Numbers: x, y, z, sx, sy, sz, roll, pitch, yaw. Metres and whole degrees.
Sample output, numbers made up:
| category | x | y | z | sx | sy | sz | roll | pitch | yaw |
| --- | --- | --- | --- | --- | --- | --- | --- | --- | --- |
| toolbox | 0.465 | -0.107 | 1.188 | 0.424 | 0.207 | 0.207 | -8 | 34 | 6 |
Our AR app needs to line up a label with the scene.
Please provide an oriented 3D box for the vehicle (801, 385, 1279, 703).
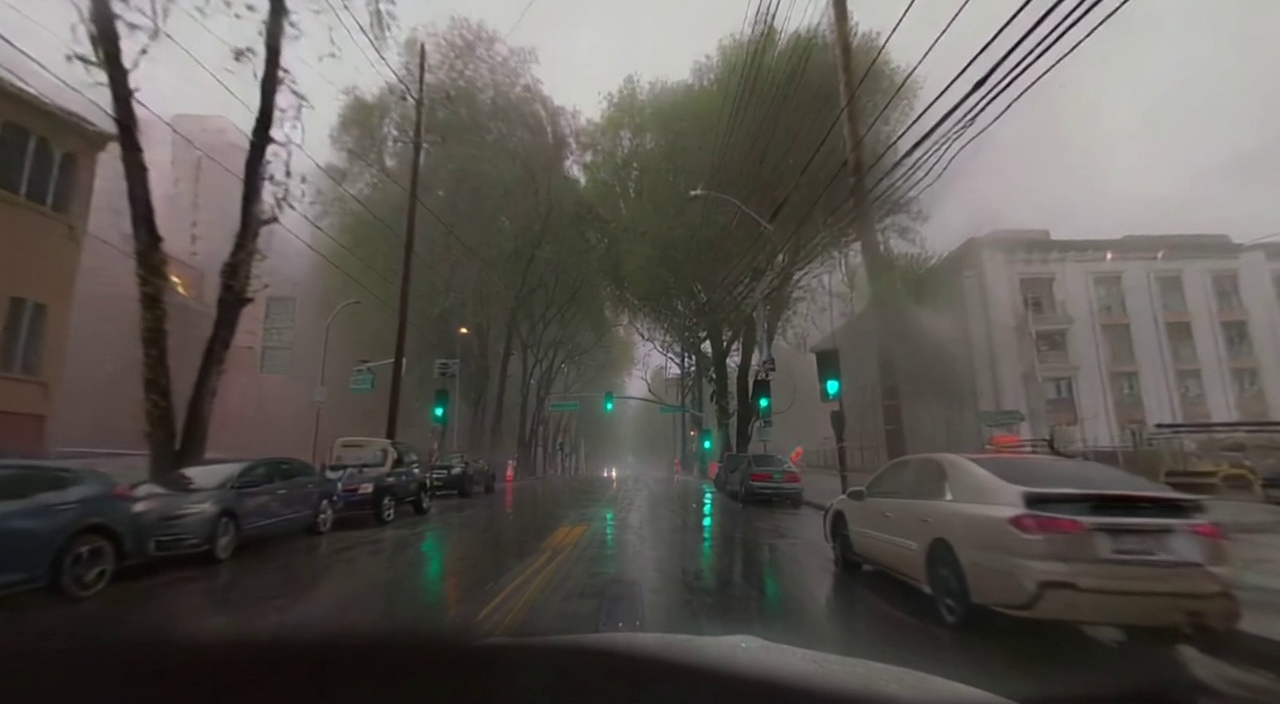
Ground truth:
| category | x | y | z | sx | sy | sz | roll | pitch | yaw |
| --- | --- | --- | --- | --- | --- | --- | --- | --- | --- |
| vehicle | 3.295 | 1.416 | 5.930 | 2.141 | 1.737 | 5.009 | 0 | -8 | -1 |

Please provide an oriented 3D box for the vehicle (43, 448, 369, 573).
| category | x | y | z | sx | sy | sz | roll | pitch | yaw |
| --- | --- | --- | --- | --- | --- | --- | --- | --- | --- |
| vehicle | -6.366 | 2.312 | 10.210 | 1.919 | 1.475 | 4.833 | 0 | -8 | -1 |

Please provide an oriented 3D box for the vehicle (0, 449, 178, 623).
| category | x | y | z | sx | sy | sz | roll | pitch | yaw |
| --- | --- | --- | --- | --- | --- | --- | --- | --- | --- |
| vehicle | -6.409 | 1.561 | 5.301 | 1.968 | 1.450 | 4.271 | 0 | -8 | -3 |

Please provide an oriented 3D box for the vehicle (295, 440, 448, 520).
| category | x | y | z | sx | sy | sz | roll | pitch | yaw |
| --- | --- | --- | --- | --- | --- | --- | --- | --- | --- |
| vehicle | -6.565 | 3.128 | 16.075 | 1.953 | 1.729 | 4.305 | 0 | -8 | 0 |

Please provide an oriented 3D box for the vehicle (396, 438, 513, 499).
| category | x | y | z | sx | sy | sz | roll | pitch | yaw |
| --- | --- | --- | --- | --- | --- | --- | --- | --- | --- |
| vehicle | -6.374 | 4.074 | 22.640 | 2.279 | 1.873 | 5.912 | 0 | -8 | 1 |

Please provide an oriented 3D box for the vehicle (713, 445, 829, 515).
| category | x | y | z | sx | sy | sz | roll | pitch | yaw |
| --- | --- | --- | --- | --- | --- | --- | --- | --- | --- |
| vehicle | 3.127 | 3.141 | 16.068 | 1.953 | 1.503 | 4.137 | 0 | -8 | -2 |
